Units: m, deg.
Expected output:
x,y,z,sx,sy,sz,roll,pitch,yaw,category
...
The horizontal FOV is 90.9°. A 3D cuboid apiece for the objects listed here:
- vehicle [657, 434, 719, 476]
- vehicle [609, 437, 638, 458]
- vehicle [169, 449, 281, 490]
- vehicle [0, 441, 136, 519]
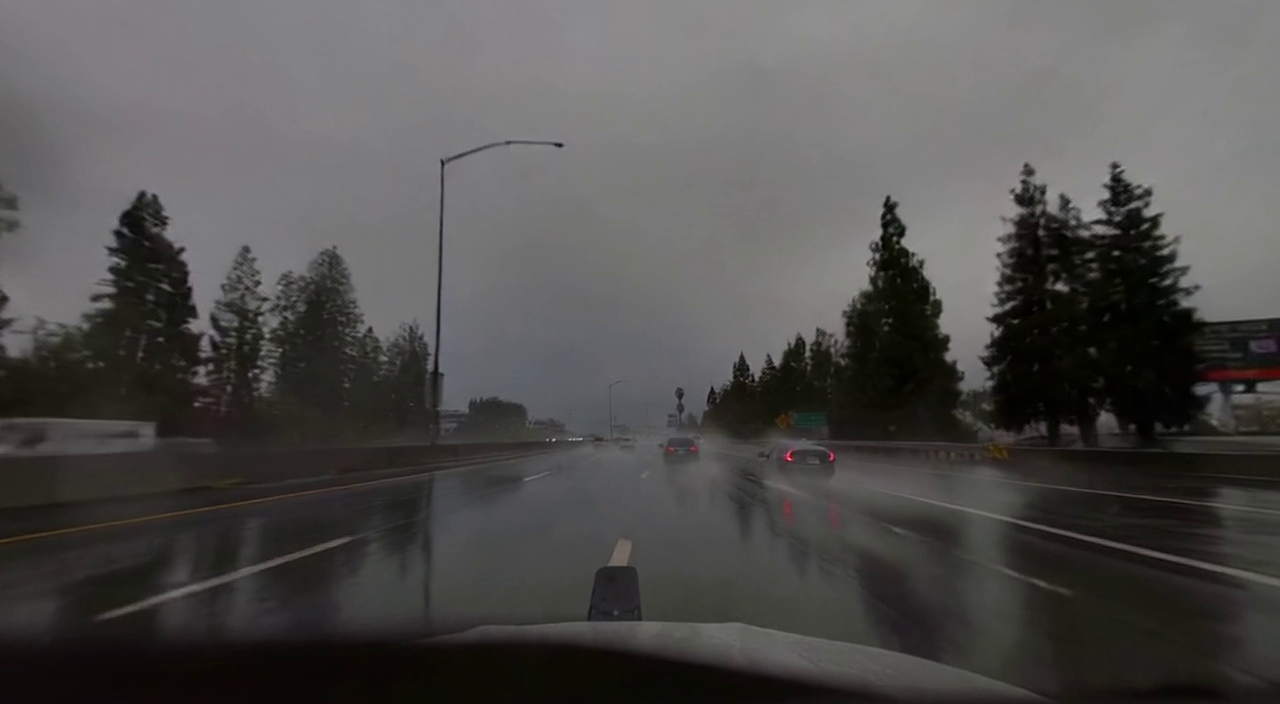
x,y,z,sx,sy,sz,roll,pitch,yaw,category
1.980,4.433,27.626,2.240,1.646,4.949,0,-8,-1,vehicle
-1.230,7.460,49.462,2.103,1.512,4.155,0,-8,1,vehicle
-16.677,4.703,25.575,1.765,1.403,3.925,0,-8,2,vehicle
-13.731,2.740,13.854,1.858,1.511,4.027,0,-8,2,vehicle
